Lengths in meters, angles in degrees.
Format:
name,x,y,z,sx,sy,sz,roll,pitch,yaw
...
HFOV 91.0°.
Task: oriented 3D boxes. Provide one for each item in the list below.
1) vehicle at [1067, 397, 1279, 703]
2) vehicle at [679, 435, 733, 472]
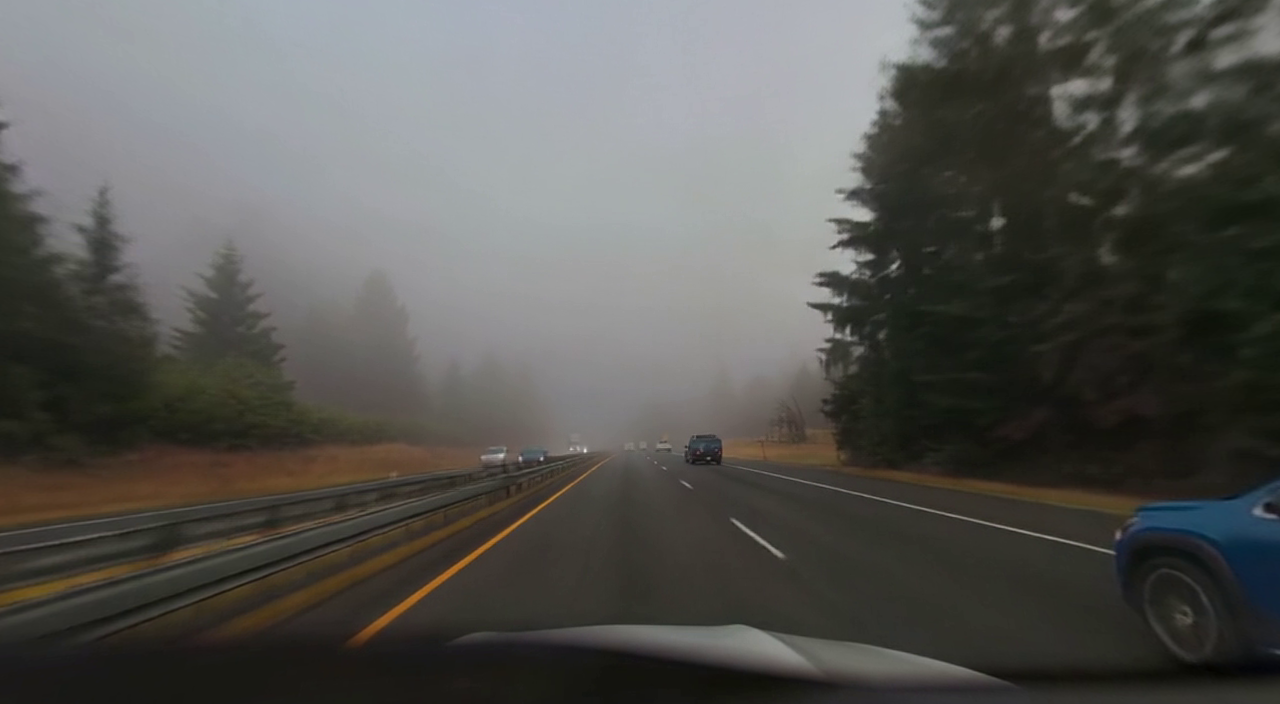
name,x,y,z,sx,sy,sz,roll,pitch,yaw
vehicle,3.896,0.841,2.040,1.999,1.501,4.221,0,-8,-1
vehicle,3.194,4.995,31.268,2.043,1.673,4.016,0,-8,-3
